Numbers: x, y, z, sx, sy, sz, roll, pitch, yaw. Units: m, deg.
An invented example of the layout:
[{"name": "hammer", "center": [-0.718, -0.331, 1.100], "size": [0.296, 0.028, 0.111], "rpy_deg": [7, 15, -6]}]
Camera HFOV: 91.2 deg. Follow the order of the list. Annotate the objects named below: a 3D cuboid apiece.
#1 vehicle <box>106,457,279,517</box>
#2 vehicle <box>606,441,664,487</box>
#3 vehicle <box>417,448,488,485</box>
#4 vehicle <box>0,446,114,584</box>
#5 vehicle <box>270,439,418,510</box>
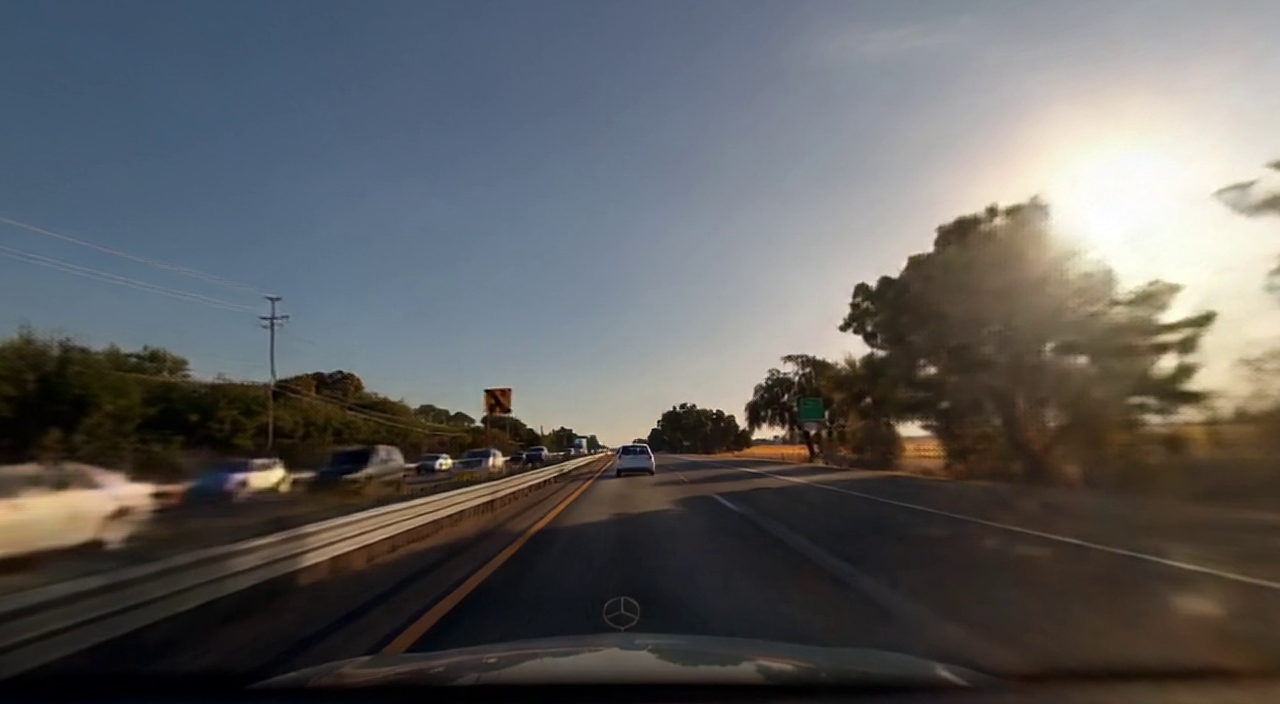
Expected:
[{"name": "vehicle", "center": [-13.268, 3.995, 19.023], "size": [1.911, 1.514, 4.541], "rpy_deg": [0, -9, -1]}, {"name": "vehicle", "center": [-0.169, 4.136, 23.408], "size": [1.971, 1.518, 4.108], "rpy_deg": [0, -9, 0]}, {"name": "vehicle", "center": [-8.584, 5.262, 29.100], "size": [1.977, 1.549, 4.521], "rpy_deg": [0, -9, -1]}, {"name": "vehicle", "center": [-8.163, 1.742, 6.395], "size": [1.911, 1.535, 4.238], "rpy_deg": [0, -9, -1]}, {"name": "vehicle", "center": [-8.010, 3.327, 17.507], "size": [1.981, 1.681, 4.398], "rpy_deg": [0, -9, 0]}]
